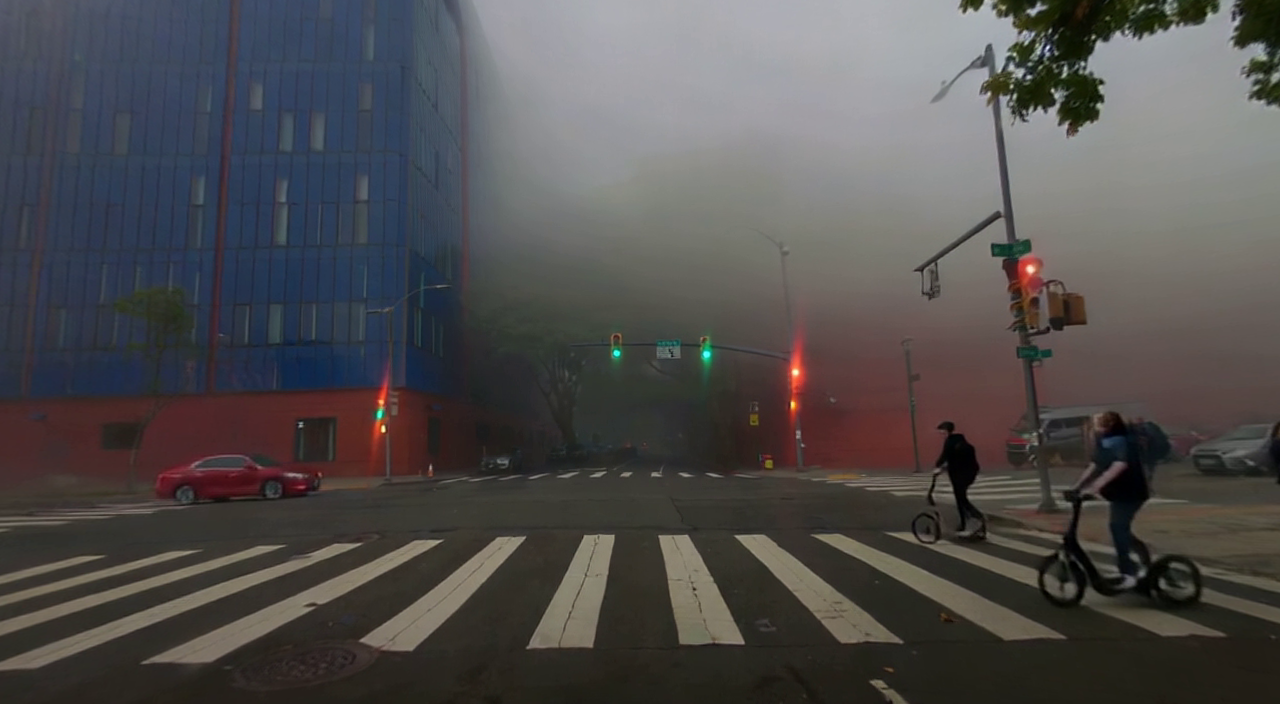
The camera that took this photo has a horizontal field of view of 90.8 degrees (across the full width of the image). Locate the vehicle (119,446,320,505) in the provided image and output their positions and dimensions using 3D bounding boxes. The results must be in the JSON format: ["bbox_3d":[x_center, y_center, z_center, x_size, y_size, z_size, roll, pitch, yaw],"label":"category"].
[{"bbox_3d":[-12.749,3.752,19.537,4.641,1.616,2.051,1,-9,-11],"label":"vehicle"}]
